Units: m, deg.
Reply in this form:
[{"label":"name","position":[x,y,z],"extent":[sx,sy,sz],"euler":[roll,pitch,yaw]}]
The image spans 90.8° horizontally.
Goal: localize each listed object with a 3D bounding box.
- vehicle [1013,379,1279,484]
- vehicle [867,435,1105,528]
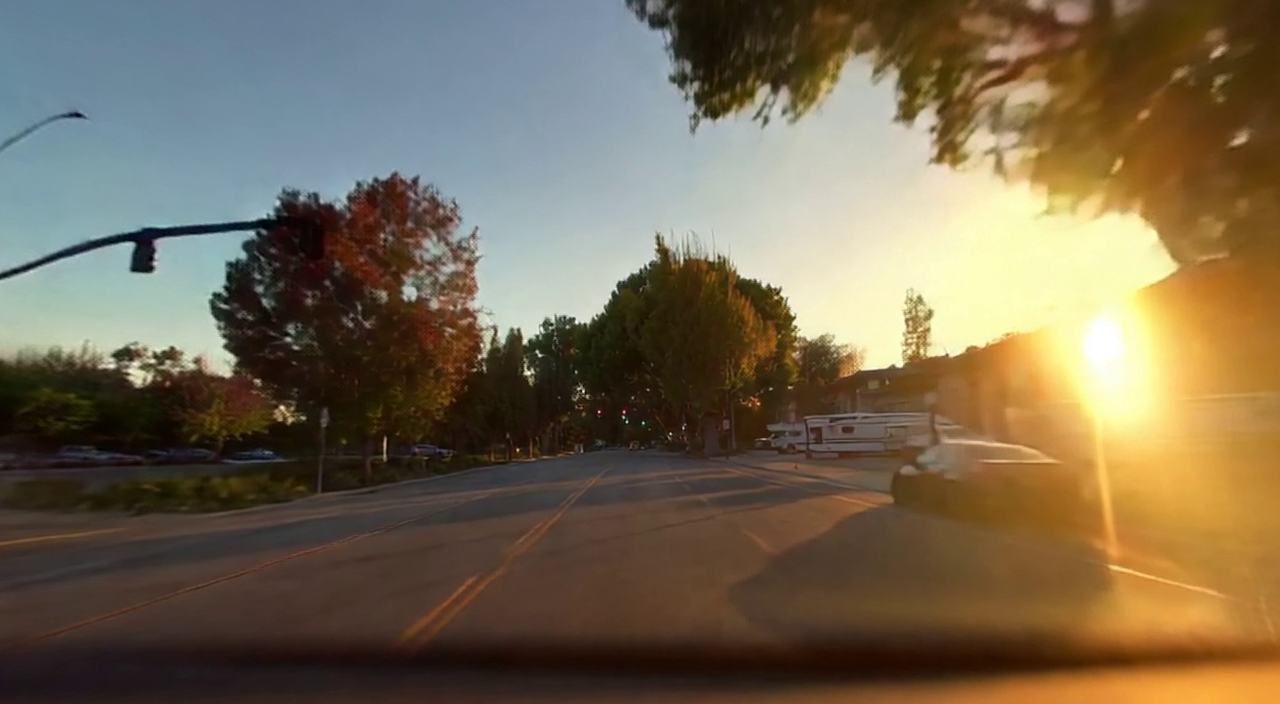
[{"label":"vehicle","position":[17.087,2.554,20.321],"extent":[8.016,2.965,3.192],"euler":[-1,-8,0]},{"label":"vehicle","position":[6.323,2.394,12.278],"extent":[1.993,1.461,4.269],"euler":[0,-9,-4]}]
